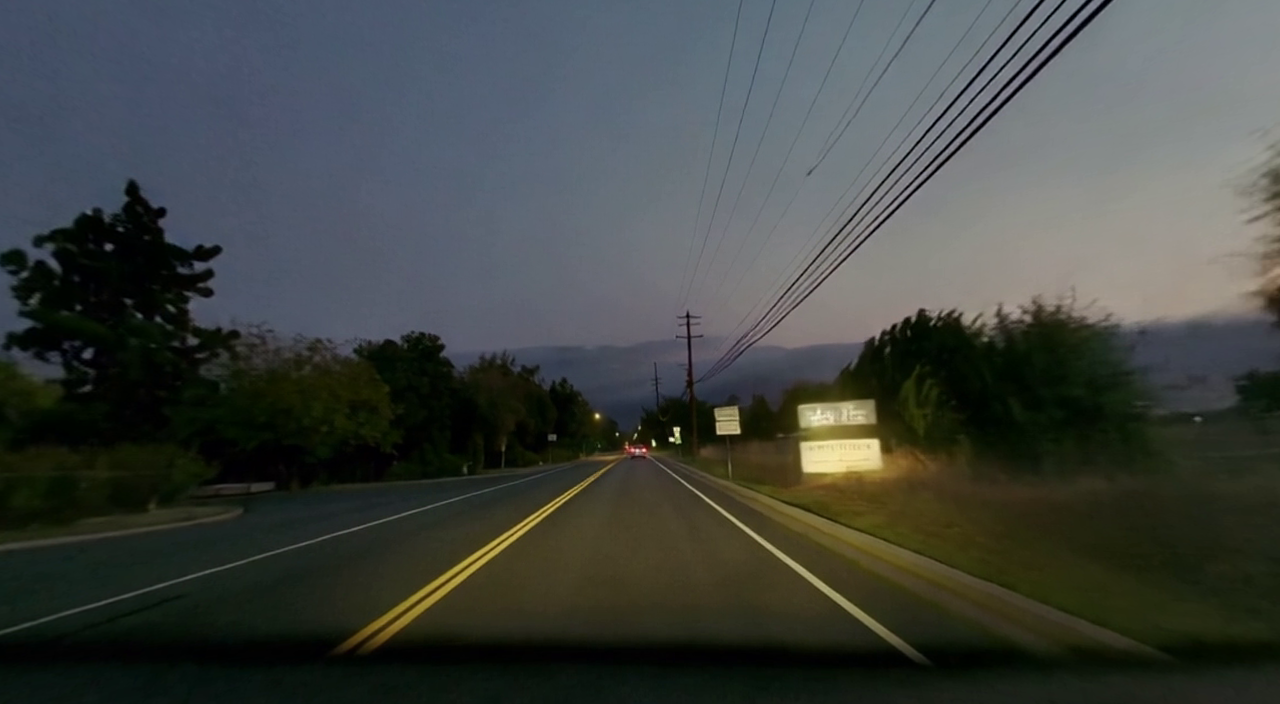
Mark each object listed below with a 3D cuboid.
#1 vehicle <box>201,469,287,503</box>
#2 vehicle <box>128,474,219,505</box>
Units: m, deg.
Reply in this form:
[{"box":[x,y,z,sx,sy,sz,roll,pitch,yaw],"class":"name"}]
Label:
[{"box":[-27.891,9.449,44.383,4.729,1.830,2.178,-5,-8,3],"class":"vehicle"},{"box":[-31.118,9.169,42.063,4.468,1.848,2.034,-1,-8,2],"class":"vehicle"}]
